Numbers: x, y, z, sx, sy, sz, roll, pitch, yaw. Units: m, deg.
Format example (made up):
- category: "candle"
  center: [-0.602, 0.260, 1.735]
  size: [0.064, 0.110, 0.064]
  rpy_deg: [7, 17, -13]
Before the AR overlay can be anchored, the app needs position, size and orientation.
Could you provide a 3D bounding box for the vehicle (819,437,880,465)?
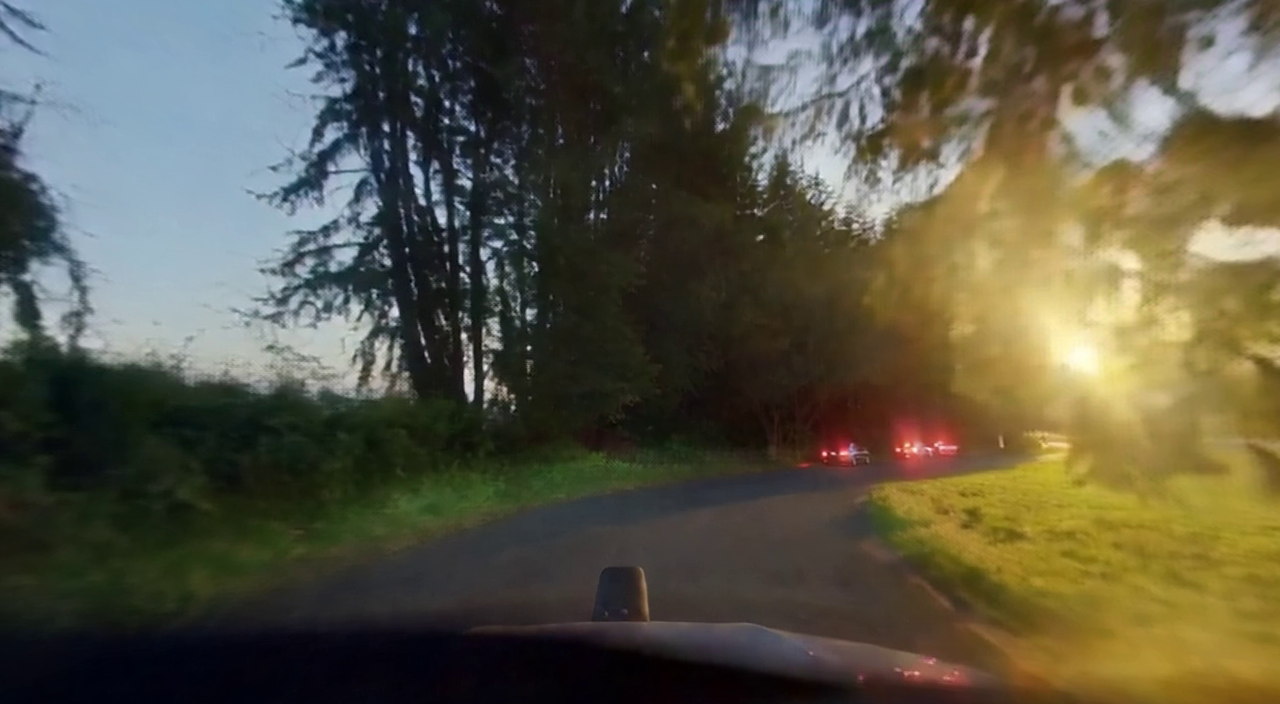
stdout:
- category: "vehicle"
  center: [14.204, 6.677, 42.488]
  size: [4.257, 1.789, 1.988]
  rpy_deg: [8, -11, -41]
